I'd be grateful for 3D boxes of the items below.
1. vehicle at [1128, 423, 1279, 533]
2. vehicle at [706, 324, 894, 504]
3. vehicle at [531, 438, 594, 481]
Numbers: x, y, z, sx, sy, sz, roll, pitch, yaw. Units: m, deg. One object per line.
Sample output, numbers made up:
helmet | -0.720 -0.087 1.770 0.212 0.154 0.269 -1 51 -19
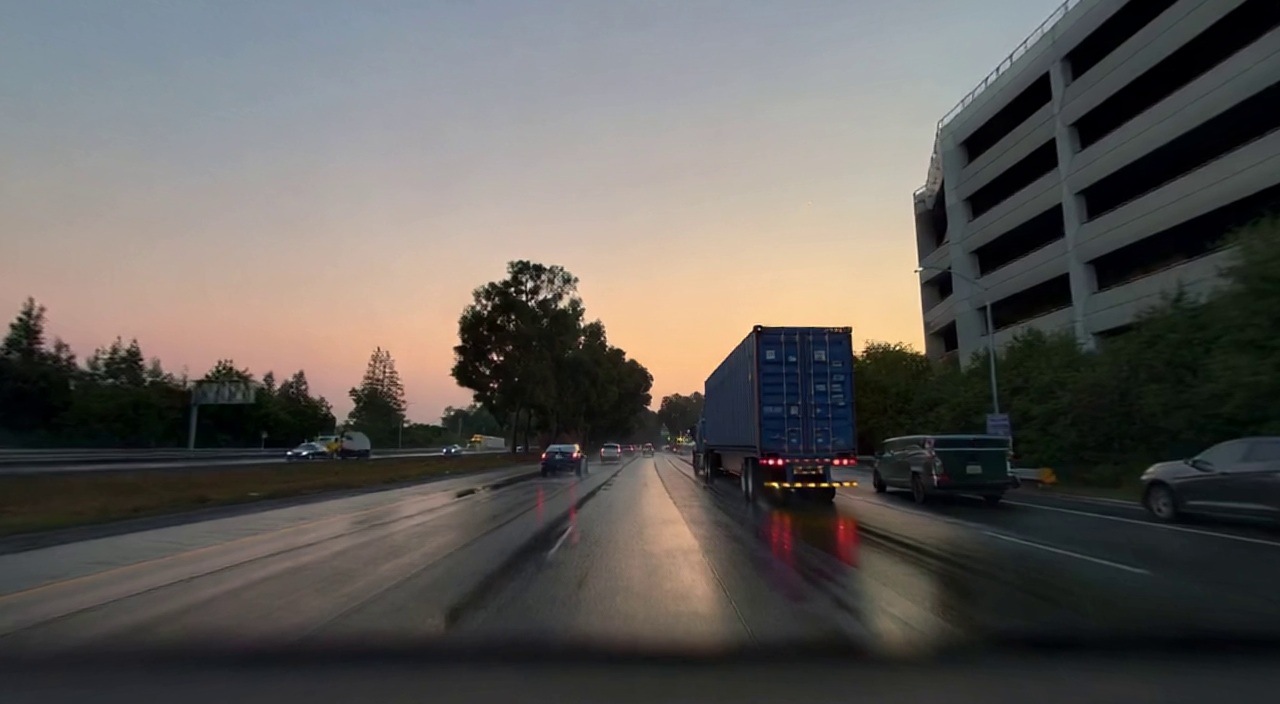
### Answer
vehicle | 12.069 2.308 11.708 2.129 1.874 4.907 0 -9 2
vehicle | 4.245 2.352 20.841 2.893 3.992 13.605 0 -9 1
vehicle | -2.975 4.234 25.010 1.954 1.528 4.010 0 -9 1
